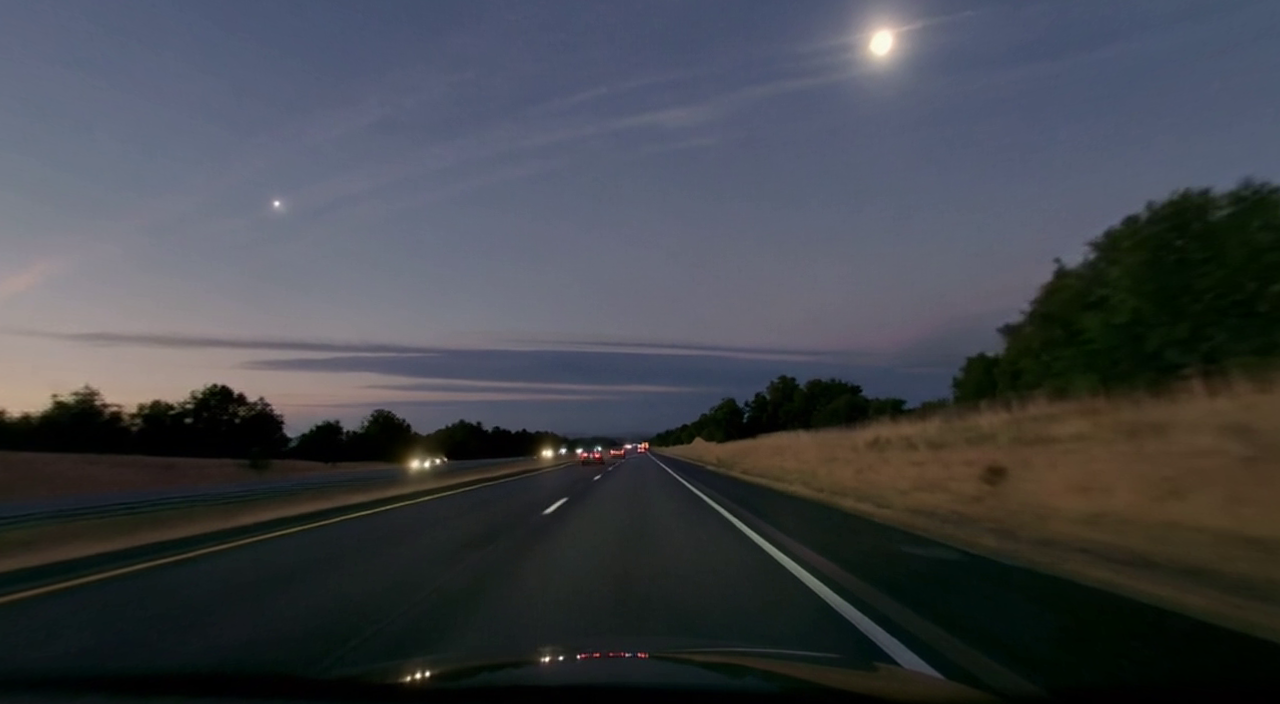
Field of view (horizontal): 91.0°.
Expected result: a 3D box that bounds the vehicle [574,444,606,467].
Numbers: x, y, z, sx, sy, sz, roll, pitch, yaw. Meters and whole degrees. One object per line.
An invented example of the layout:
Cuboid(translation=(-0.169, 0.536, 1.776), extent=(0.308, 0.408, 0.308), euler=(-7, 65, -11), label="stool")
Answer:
Cuboid(translation=(-3.872, 8.042, 49.267), extent=(2.132, 1.701, 4.303), euler=(0, -9, 0), label="vehicle")
